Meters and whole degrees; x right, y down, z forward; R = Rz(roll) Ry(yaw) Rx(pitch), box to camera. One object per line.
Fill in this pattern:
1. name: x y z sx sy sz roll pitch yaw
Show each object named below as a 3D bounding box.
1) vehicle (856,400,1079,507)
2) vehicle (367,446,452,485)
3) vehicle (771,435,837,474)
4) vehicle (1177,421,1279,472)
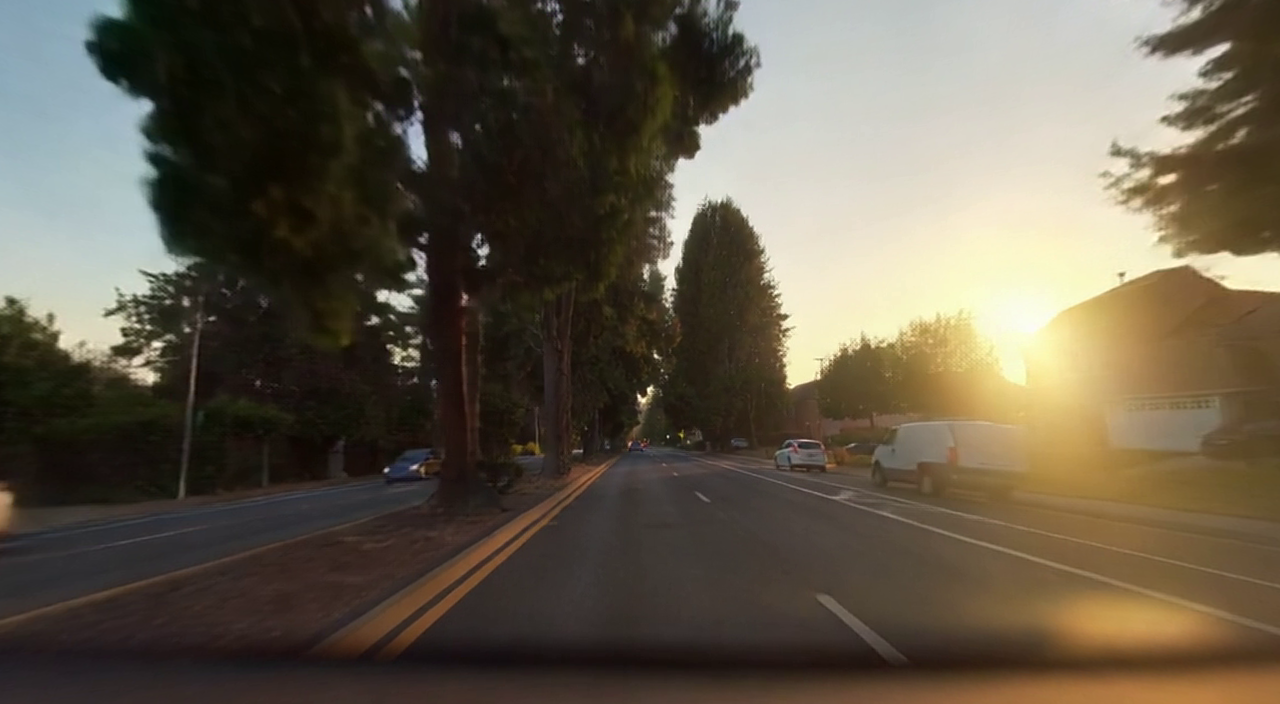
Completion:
1. vehicle: 7.467 2.422 15.439 2.278 2.079 5.861 0 -8 0
2. vehicle: -9.753 4.805 27.111 1.910 1.452 4.447 0 -8 1
3. vehicle: 7.387 4.673 28.927 1.965 1.623 4.096 0 -8 1
4. vehicle: 19.569 2.869 19.275 4.336 1.480 1.926 -2 -8 17
